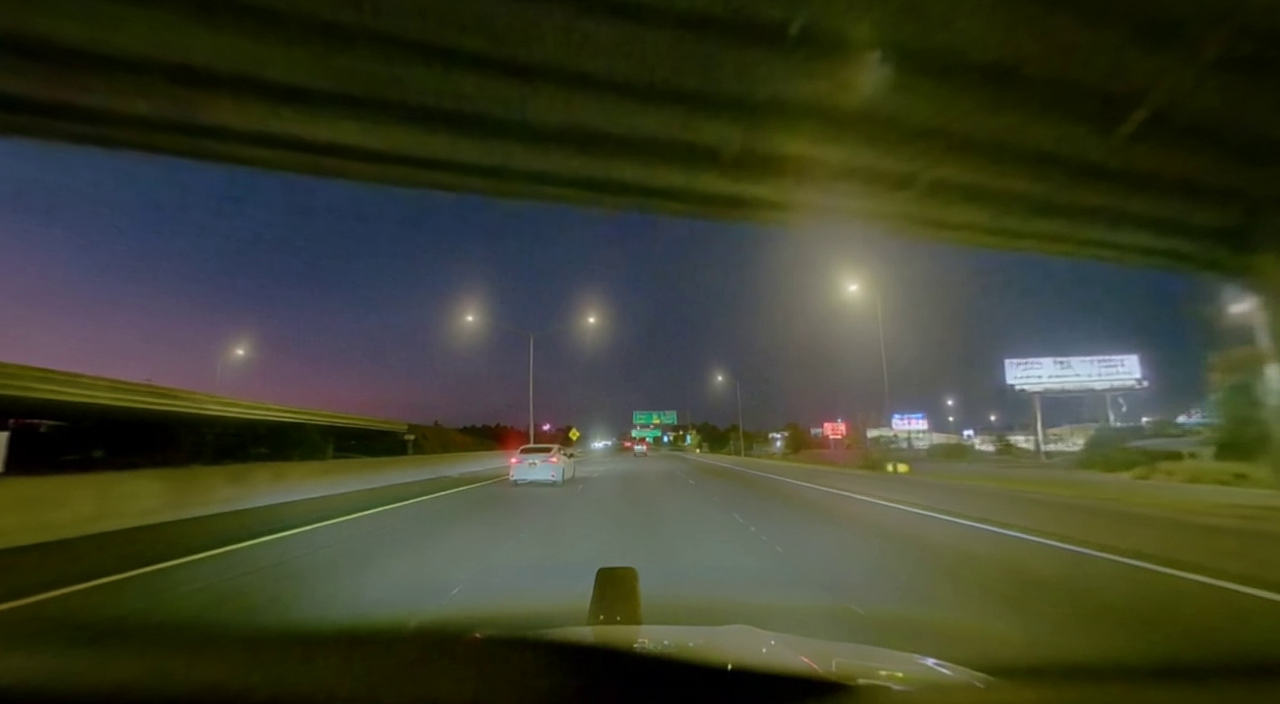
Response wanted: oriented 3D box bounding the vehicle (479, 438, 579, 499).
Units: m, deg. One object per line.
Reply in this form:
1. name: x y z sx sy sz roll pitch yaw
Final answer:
1. vehicle: -3.079 3.331 18.538 2.029 1.557 4.570 0 -8 1
